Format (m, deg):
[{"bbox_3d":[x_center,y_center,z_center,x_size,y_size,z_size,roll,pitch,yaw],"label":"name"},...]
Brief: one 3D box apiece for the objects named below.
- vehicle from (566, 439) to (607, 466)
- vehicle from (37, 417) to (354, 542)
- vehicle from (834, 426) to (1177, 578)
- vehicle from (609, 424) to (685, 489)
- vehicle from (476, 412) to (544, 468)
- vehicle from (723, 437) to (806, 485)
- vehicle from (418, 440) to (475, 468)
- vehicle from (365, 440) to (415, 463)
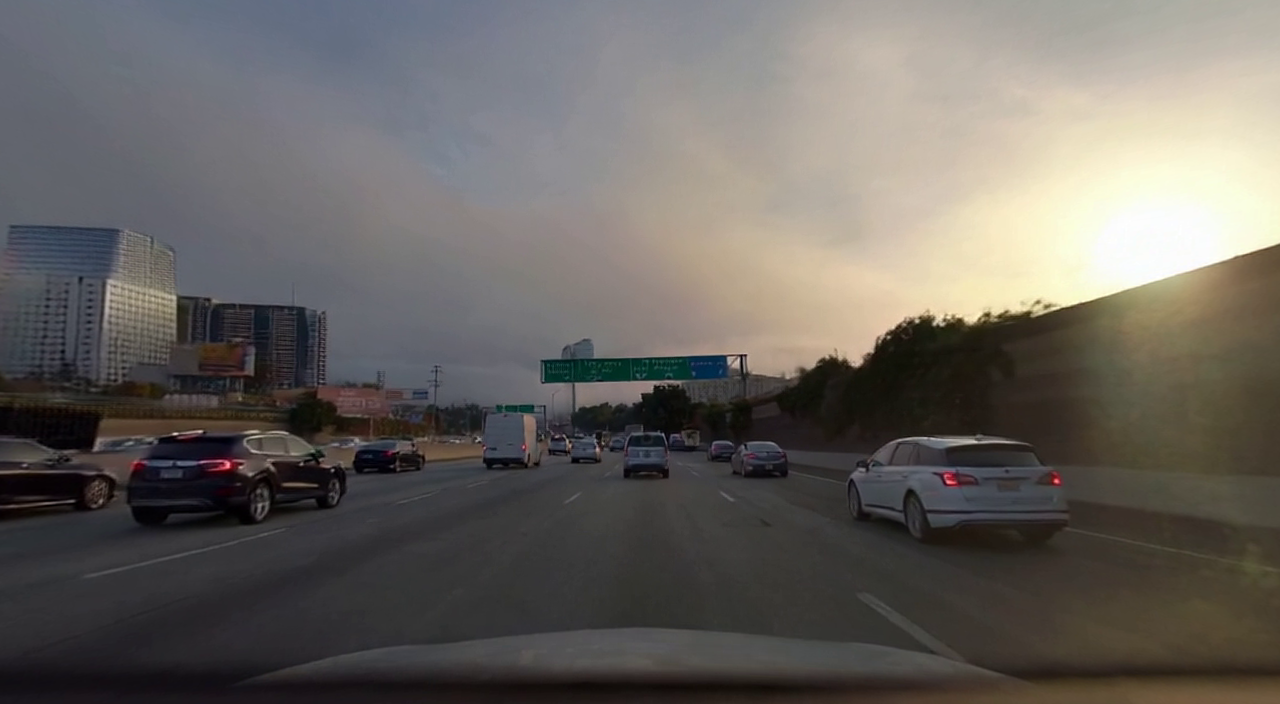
[{"bbox_3d":[-3.187,6.151,38.762,2.079,1.499,4.512,0,-8,1],"label":"vehicle"},{"bbox_3d":[-6.910,2.012,10.613,2.021,1.632,4.417,0,-8,1],"label":"vehicle"},{"bbox_3d":[4.300,1.809,8.520,1.915,1.482,4.537,0,-8,0],"label":"vehicle"},{"bbox_3d":[0.218,3.360,20.662,2.209,1.863,4.626,0,-8,1],"label":"vehicle"},{"bbox_3d":[-7.112,4.967,35.524,2.358,2.817,7.055,0,-8,0],"label":"vehicle"},{"bbox_3d":[4.235,3.790,22.263,1.942,1.487,4.518,0,-8,-1],"label":"vehicle"},{"bbox_3d":[-10.918,5.759,35.819,1.923,1.480,3.905,0,-8,1],"label":"vehicle"},{"bbox_3d":[-17.118,6.826,43.383,1.848,1.487,3.805,0,-8,0],"label":"vehicle"}]
